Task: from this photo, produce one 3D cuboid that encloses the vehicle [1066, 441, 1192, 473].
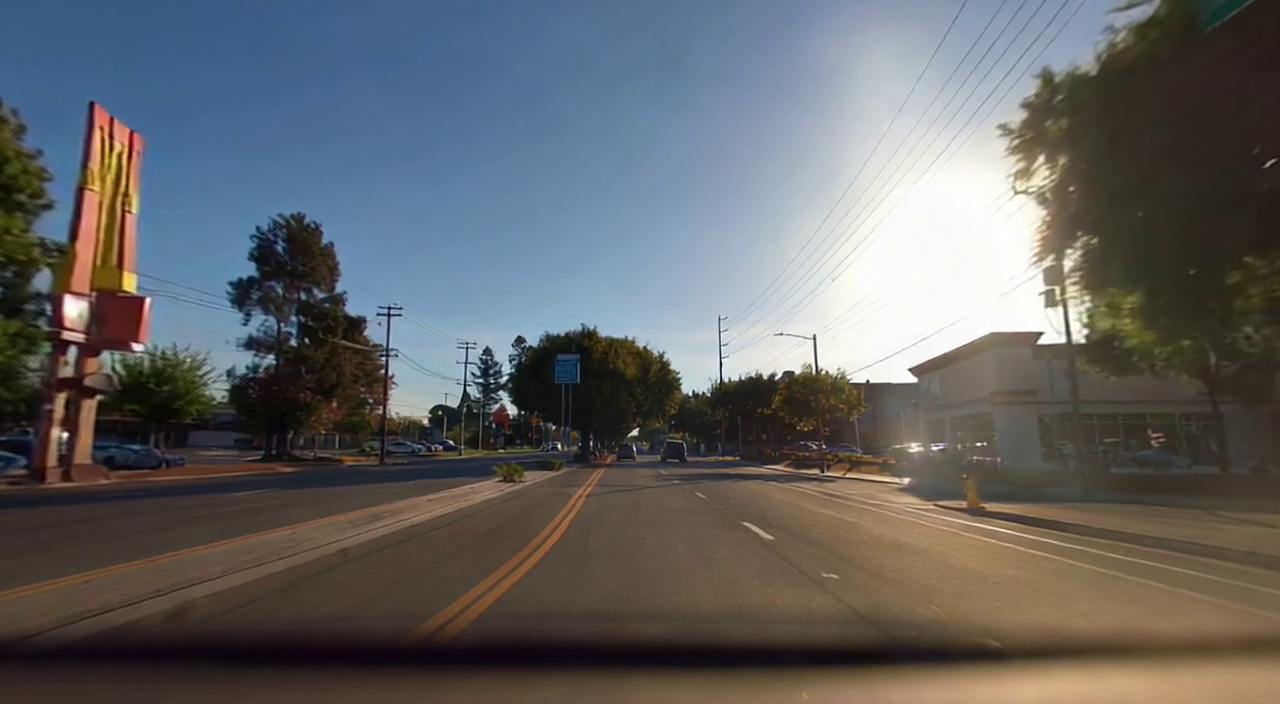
[{"bbox_3d":[24.607,5.246,31.958,2.066,1.467,4.486,5,-10,-31],"label":"vehicle"}]
